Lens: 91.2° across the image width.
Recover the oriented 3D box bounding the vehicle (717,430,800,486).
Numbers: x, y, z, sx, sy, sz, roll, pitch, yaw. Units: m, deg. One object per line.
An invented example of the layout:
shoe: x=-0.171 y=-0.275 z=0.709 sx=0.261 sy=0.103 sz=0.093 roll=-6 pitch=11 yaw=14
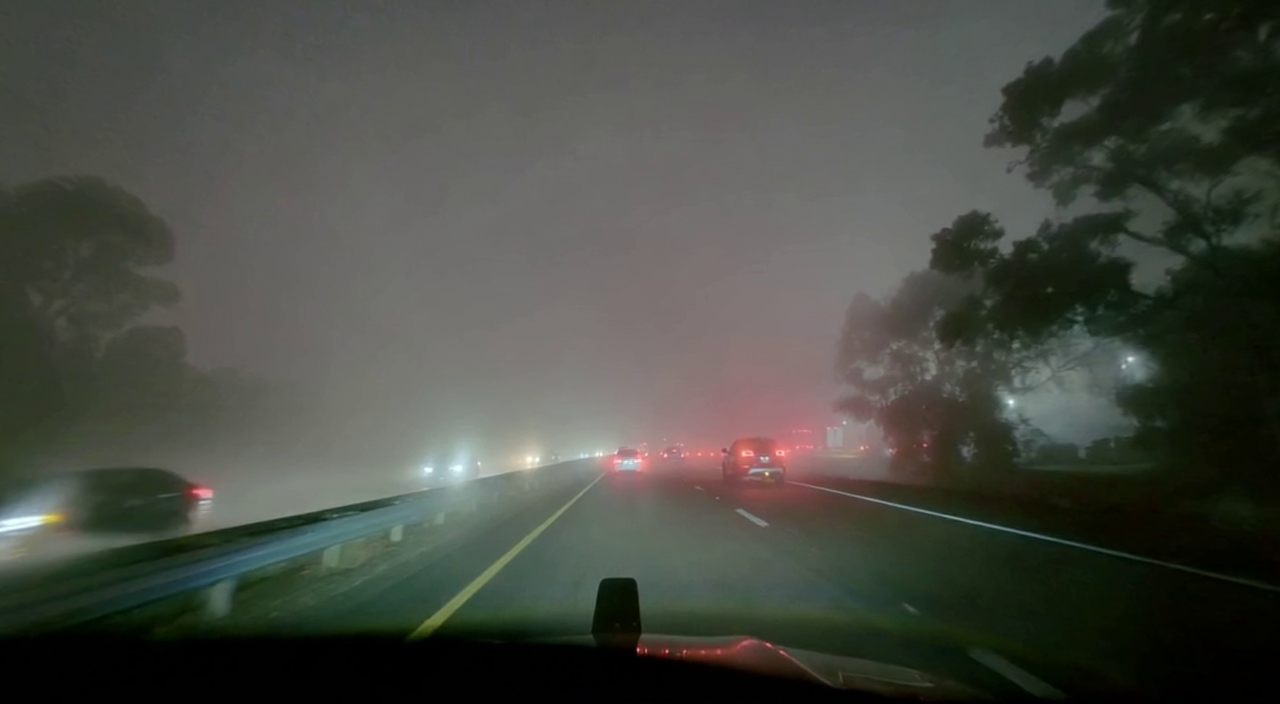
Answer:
vehicle: x=4.514 y=4.157 z=24.741 sx=2.261 sy=1.952 sz=4.784 roll=0 pitch=-9 yaw=0

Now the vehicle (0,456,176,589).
vehicle: x=-8.608 y=2.125 z=7.876 sx=1.913 sy=1.537 sz=4.729 roll=0 pitch=-9 yaw=0

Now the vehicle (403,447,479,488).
vehicle: x=-9.052 y=5.265 z=28.878 sx=2.020 sy=1.686 sz=4.335 roll=0 pitch=-9 yaw=1

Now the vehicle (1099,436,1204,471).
vehicle: x=25.712 y=5.118 z=31.730 sx=1.920 sy=1.589 sz=4.604 roll=-2 pitch=-9 yaw=9

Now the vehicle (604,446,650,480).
vehicle: x=-0.580 y=5.122 z=29.170 sx=2.029 sy=1.483 sz=3.769 roll=0 pitch=-9 yaw=0
